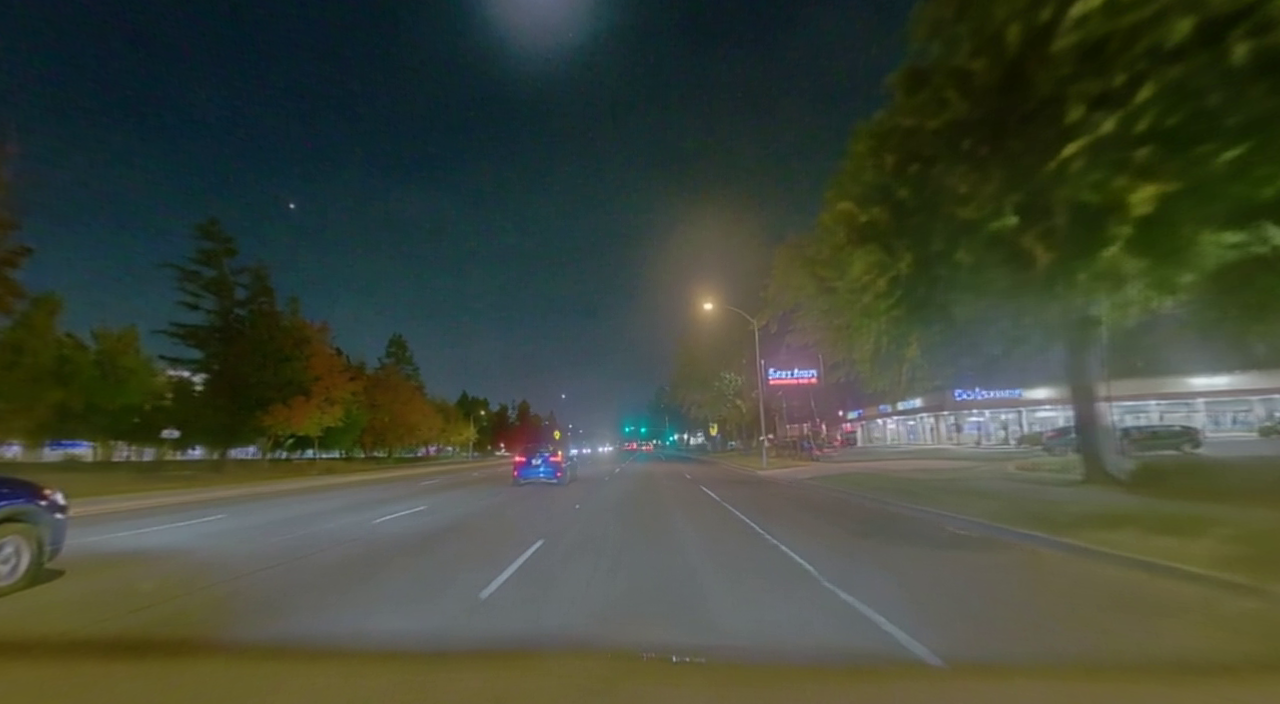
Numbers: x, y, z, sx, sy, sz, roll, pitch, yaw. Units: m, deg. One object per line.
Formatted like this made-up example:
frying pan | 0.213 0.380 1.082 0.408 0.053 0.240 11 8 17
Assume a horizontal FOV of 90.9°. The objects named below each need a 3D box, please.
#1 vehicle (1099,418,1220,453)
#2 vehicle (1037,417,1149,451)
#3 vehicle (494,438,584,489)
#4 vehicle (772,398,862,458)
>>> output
vehicle | 25.279 4.092 30.765 4.222 1.450 1.766 -3 -8 0
vehicle | 25.341 4.600 35.365 4.643 1.852 1.978 0 -9 0
vehicle | -3.182 3.637 20.877 2.152 1.479 4.394 0 -9 2
vehicle | 12.206 5.582 44.879 2.995 3.704 10.928 0 -9 -1
